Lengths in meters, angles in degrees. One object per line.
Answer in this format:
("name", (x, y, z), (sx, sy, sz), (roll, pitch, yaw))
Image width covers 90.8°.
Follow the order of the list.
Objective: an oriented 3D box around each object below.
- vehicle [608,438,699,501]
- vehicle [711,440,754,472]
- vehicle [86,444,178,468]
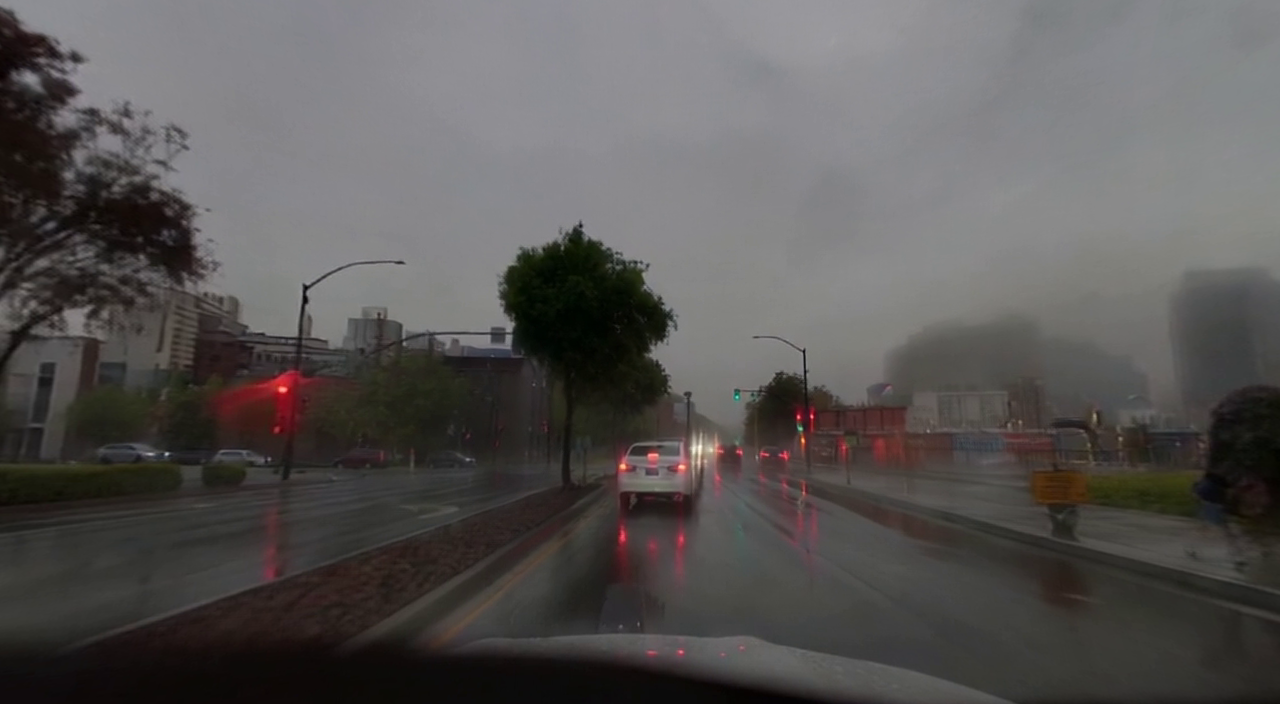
("vehicle", (0.444, 3.108, 17.177), (2.173, 1.479, 4.264), (-1, -8, 3))
("vehicle", (5.762, 6.557, 40.045), (2.092, 1.851, 4.913), (0, -8, 2))
("vehicle", (-37.938, 7.747, 47.273), (4.877, 1.754, 1.978), (1, -9, -8))
